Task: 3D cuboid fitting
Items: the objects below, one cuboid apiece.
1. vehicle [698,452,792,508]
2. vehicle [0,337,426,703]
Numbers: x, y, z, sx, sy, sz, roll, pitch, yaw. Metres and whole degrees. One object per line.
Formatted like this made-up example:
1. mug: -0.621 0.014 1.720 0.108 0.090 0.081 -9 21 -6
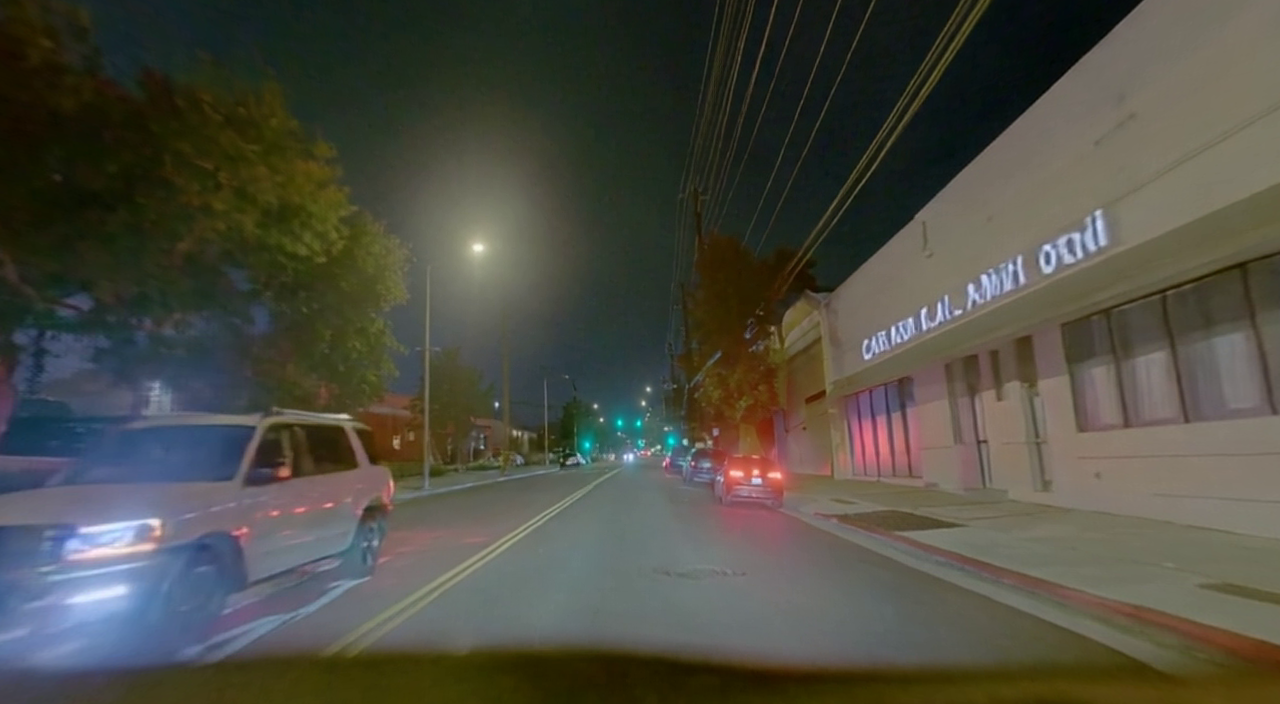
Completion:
1. vehicle: 2.909 3.632 18.370 1.877 1.373 3.854 0 -8 -3
2. vehicle: -4.048 1.242 5.721 2.495 1.966 4.846 0 -8 0
